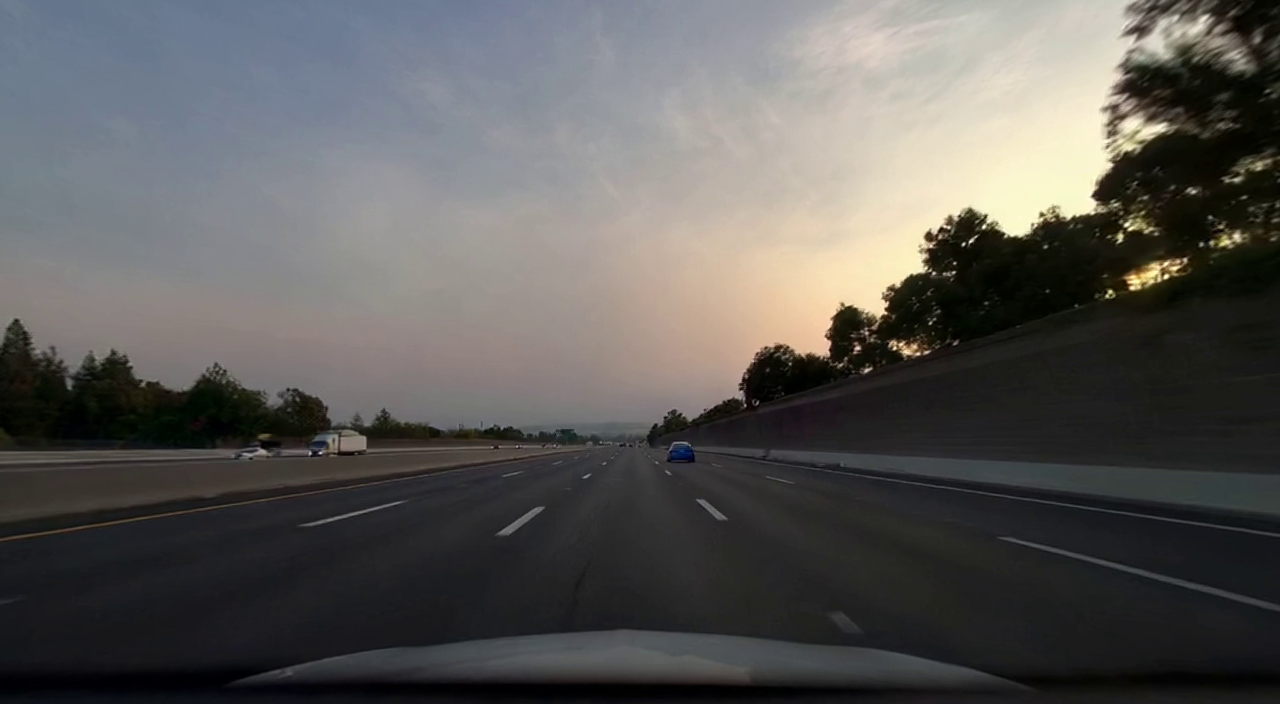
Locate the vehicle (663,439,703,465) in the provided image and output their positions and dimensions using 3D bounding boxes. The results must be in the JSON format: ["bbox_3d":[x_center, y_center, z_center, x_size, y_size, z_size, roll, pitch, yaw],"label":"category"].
[{"bbox_3d":[2.733,6.517,41.412,2.270,1.615,3.770,0,-8,-1],"label":"vehicle"}]
